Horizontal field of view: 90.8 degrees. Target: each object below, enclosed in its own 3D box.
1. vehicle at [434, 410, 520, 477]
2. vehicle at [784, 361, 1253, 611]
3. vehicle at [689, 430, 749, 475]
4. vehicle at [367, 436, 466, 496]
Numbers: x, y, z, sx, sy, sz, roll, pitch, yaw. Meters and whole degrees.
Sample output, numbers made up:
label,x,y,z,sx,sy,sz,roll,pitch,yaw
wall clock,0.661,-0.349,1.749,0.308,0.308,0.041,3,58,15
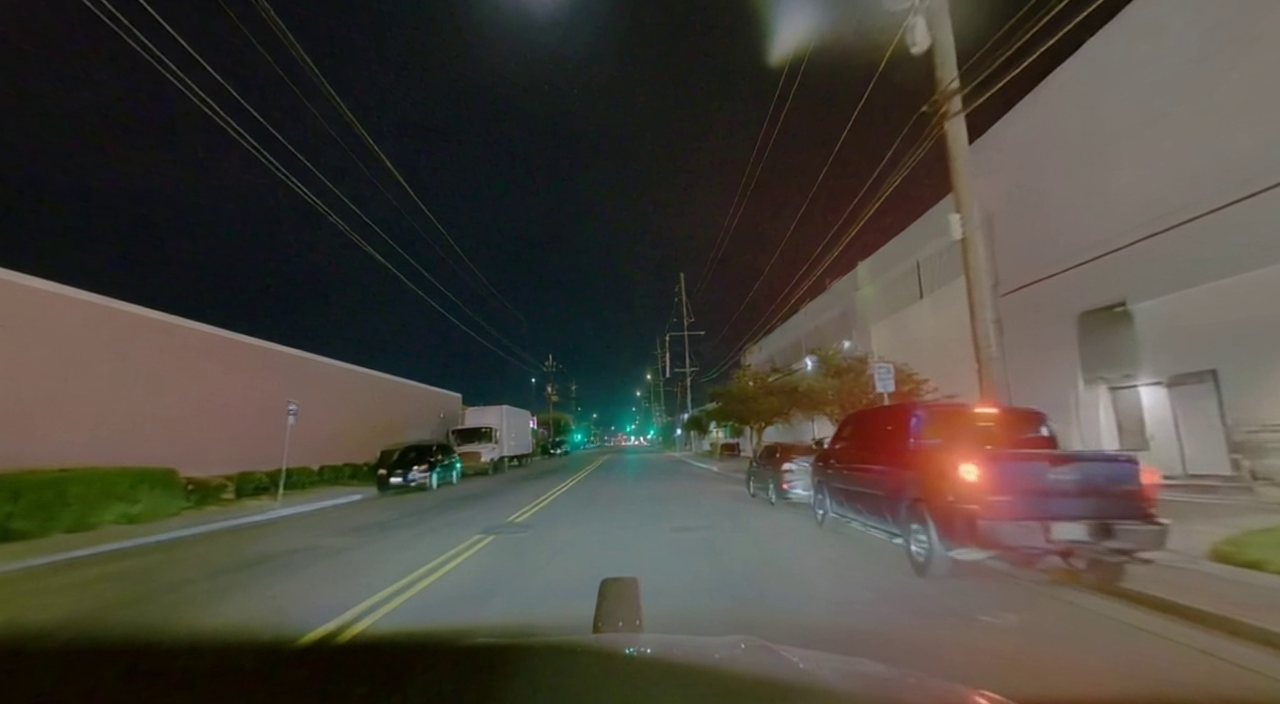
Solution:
label,x,y,z,sx,sy,sz,roll,pitch,yaw
vehicle,-8.352,4.827,33.352,2.832,3.101,7.143,-1,-8,-1
vehicle,3.662,1.501,8.062,2.333,1.967,6.008,0,-8,1
vehicle,3.503,4.554,28.851,2.026,1.857,4.699,0,-8,-1
vehicle,-7.992,4.107,23.055,2.123,1.802,4.486,-4,-9,-3
